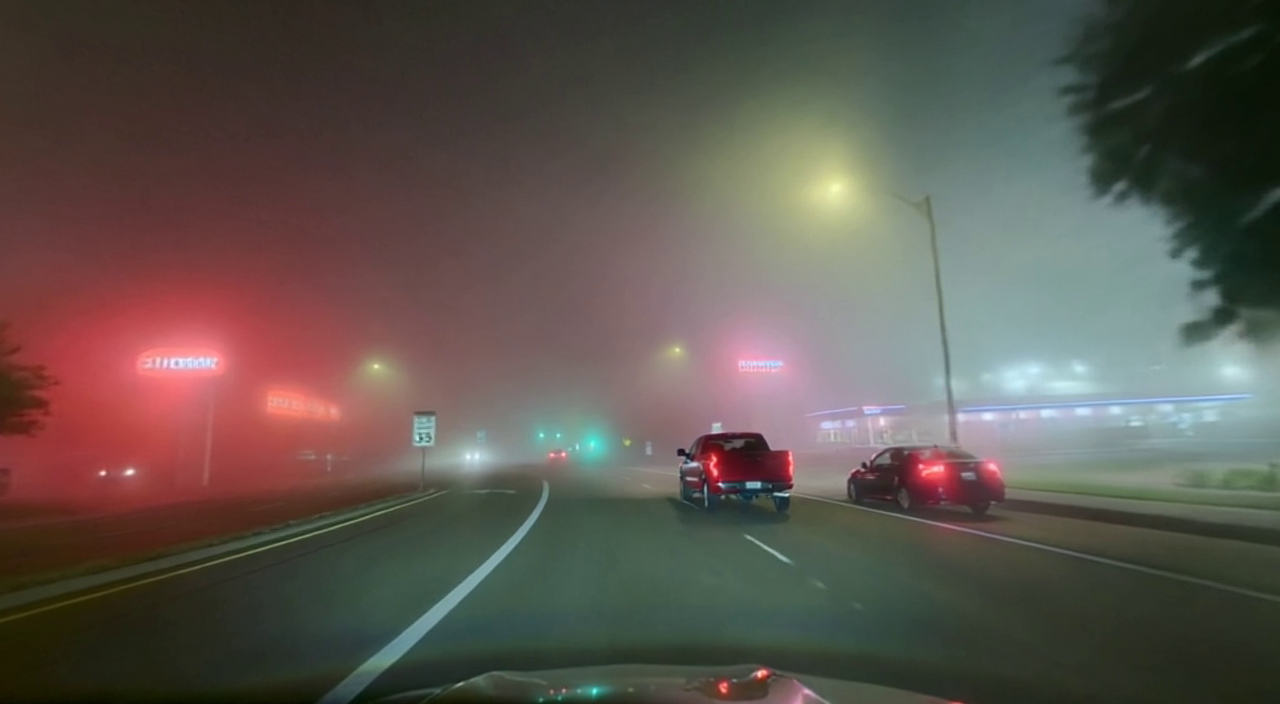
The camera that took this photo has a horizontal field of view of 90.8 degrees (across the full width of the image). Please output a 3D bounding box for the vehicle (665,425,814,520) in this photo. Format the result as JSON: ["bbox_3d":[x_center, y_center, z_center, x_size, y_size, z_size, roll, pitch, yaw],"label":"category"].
[{"bbox_3d":[1.976,2.637,14.457,2.214,1.749,4.998,0,-9,-5],"label":"vehicle"}]

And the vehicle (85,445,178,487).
[{"bbox_3d":[-34.162,7.610,42.704,2.217,2.629,5.839,1,-9,-11],"label":"vehicle"}]

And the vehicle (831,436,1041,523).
[{"bbox_3d":[5.791,2.522,13.105,1.986,1.480,4.296,0,-9,-5],"label":"vehicle"}]
